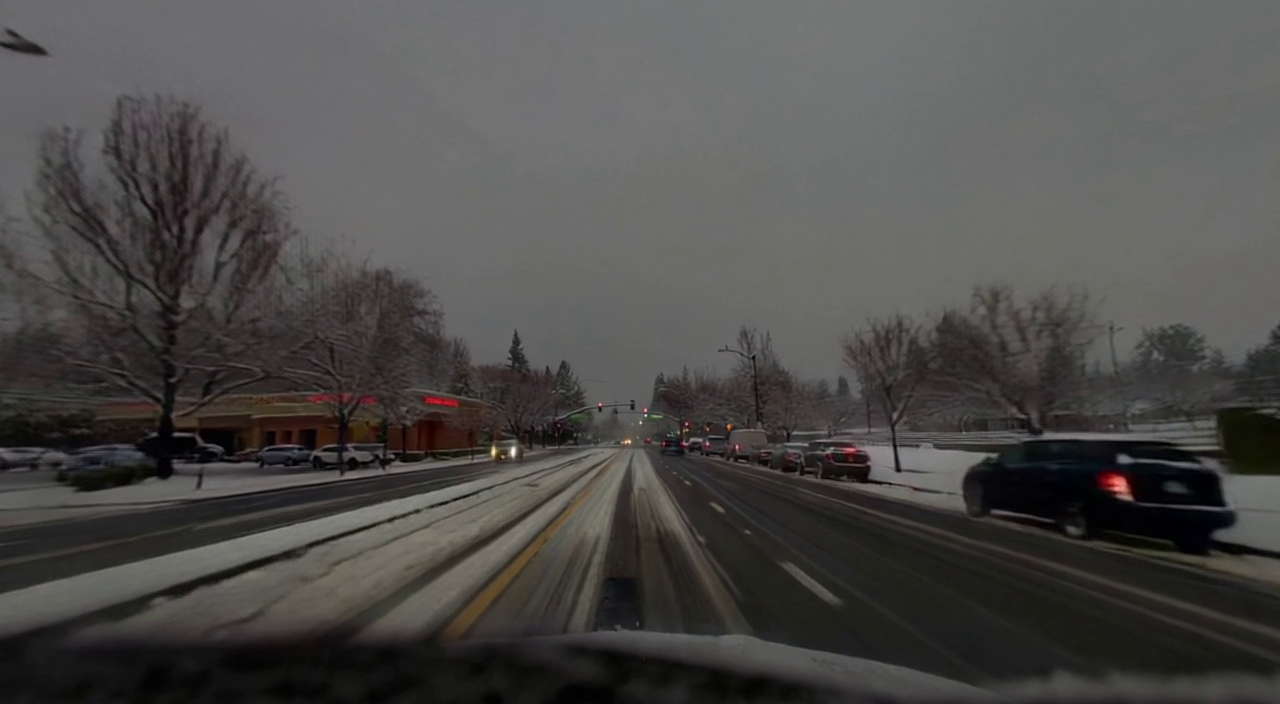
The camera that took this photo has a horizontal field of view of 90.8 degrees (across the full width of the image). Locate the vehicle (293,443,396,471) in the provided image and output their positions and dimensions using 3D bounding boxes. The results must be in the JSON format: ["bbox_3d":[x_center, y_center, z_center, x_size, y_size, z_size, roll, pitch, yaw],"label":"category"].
[{"bbox_3d":[-16.030,5.703,34.351,4.635,1.457,2.060,-2,-8,10],"label":"vehicle"}]

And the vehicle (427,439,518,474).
[{"bbox_3d":[-8.457,5.193,31.670,4.700,1.567,2.165,-8,-11,42],"label":"vehicle"}]

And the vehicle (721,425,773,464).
[{"bbox_3d":[7.091,6.233,42.595,2.323,2.433,5.901,0,-8,-1],"label":"vehicle"}]

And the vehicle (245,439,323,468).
[{"bbox_3d":[-24.792,7.149,44.227,1.980,1.780,4.859,-4,-11,12],"label":"vehicle"}]

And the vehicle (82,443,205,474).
[{"bbox_3d":[-25.346,5.417,32.485,1.893,1.477,4.621,-3,-9,15],"label":"vehicle"}]

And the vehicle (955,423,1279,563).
[{"bbox_3d":[7.214,2.058,10.042,1.994,1.691,4.472,0,-8,-1],"label":"vehicle"}]

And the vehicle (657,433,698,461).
[{"bbox_3d":[2.540,6.587,43.977,2.293,1.814,4.589,0,-8,-3],"label":"vehicle"}]

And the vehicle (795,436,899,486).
[{"bbox_3d":[7.372,3.936,23.163,1.951,1.601,5.147,0,-8,-2],"label":"vehicle"}]

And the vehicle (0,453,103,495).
[{"bbox_3d":[-23.732,4.654,24.268,1.768,1.429,4.423,-2,-8,13],"label":"vehicle"}]
